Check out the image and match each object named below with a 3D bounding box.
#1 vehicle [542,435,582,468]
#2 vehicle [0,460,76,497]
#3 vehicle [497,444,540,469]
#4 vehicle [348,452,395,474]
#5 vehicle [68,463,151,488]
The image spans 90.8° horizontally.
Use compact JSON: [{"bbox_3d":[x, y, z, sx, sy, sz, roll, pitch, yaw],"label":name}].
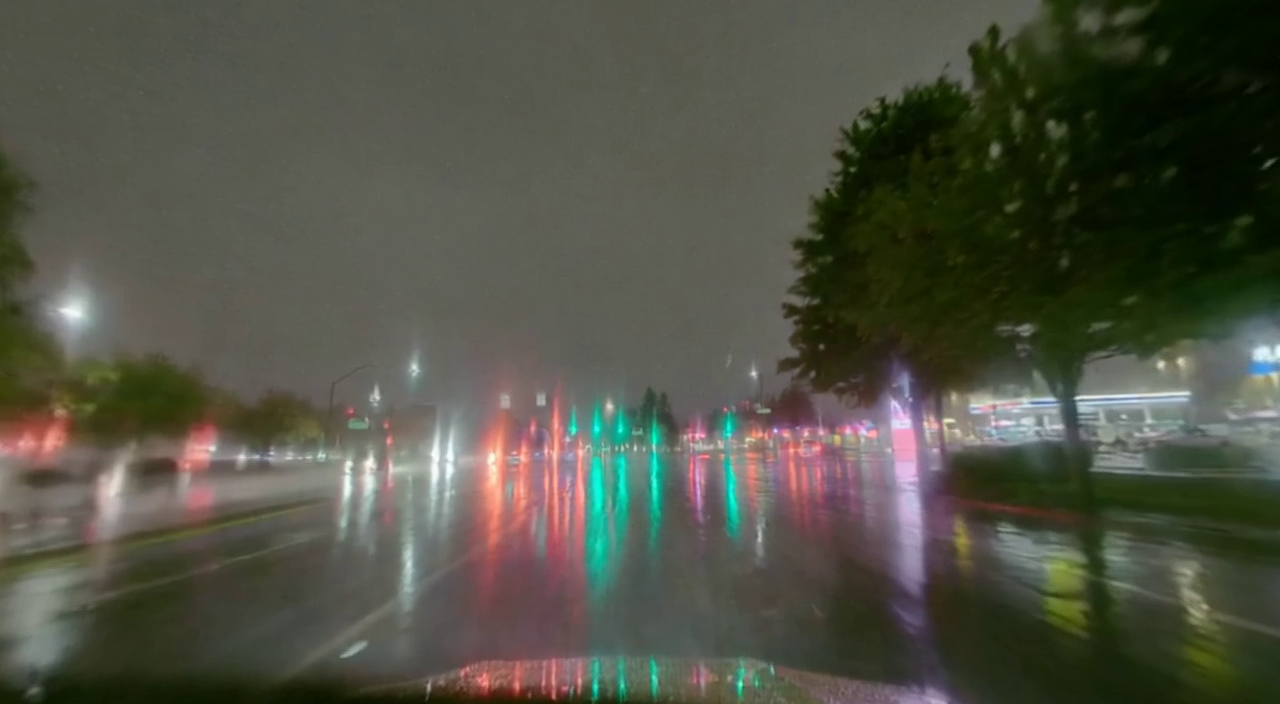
[{"bbox_3d":[-5.062,6.578,41.754,2.206,2.007,5.190,0,-9,-3],"label":"vehicle"},{"bbox_3d":[-31.682,6.280,31.548,4.878,1.709,2.152,0,-9,0],"label":"vehicle"},{"bbox_3d":[-7.652,6.620,40.182,1.993,1.490,4.768,0,-9,-2],"label":"vehicle"},{"bbox_3d":[-21.035,8.682,49.624,1.930,1.659,4.364,0,-9,-2],"label":"vehicle"},{"bbox_3d":[-32.901,7.649,39.260,3.465,1.474,1.815,0,-9,0],"label":"vehicle"}]
